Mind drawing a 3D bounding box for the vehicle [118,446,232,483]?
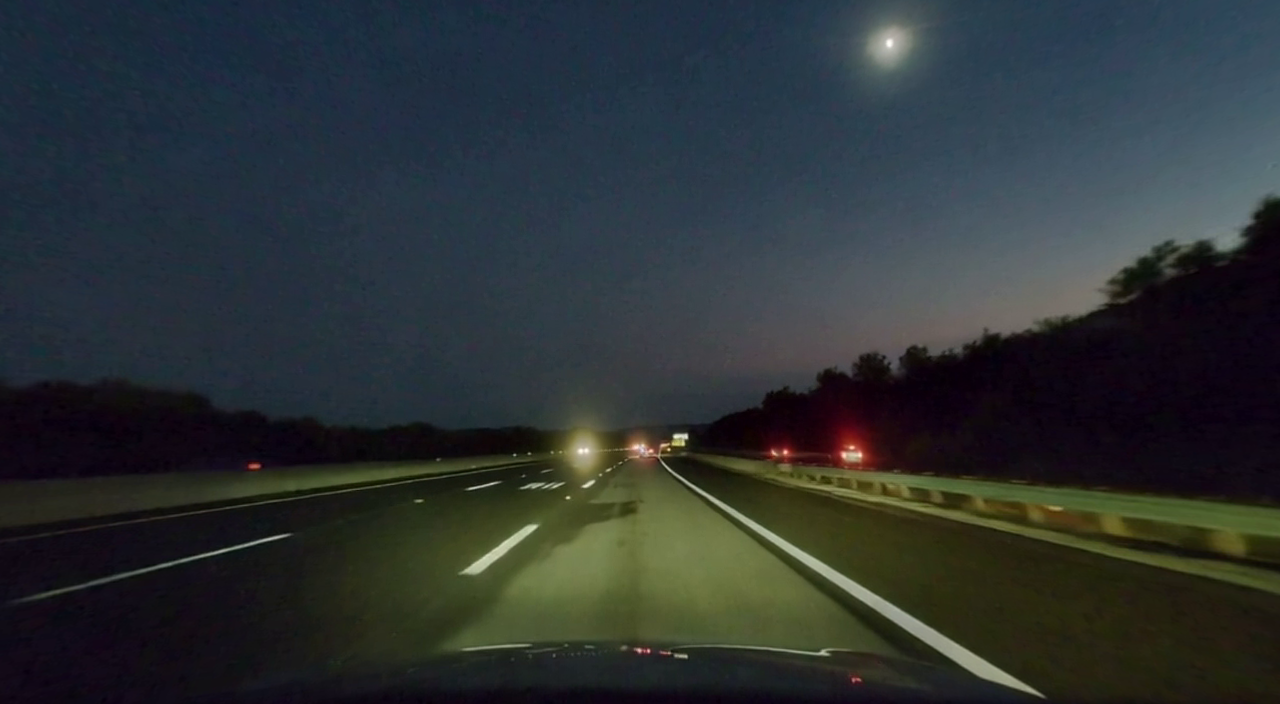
[{"bbox_3d":[-19.742,4.771,26.916,1.860,1.452,3.925,-1,-9,0],"label":"vehicle"}]
